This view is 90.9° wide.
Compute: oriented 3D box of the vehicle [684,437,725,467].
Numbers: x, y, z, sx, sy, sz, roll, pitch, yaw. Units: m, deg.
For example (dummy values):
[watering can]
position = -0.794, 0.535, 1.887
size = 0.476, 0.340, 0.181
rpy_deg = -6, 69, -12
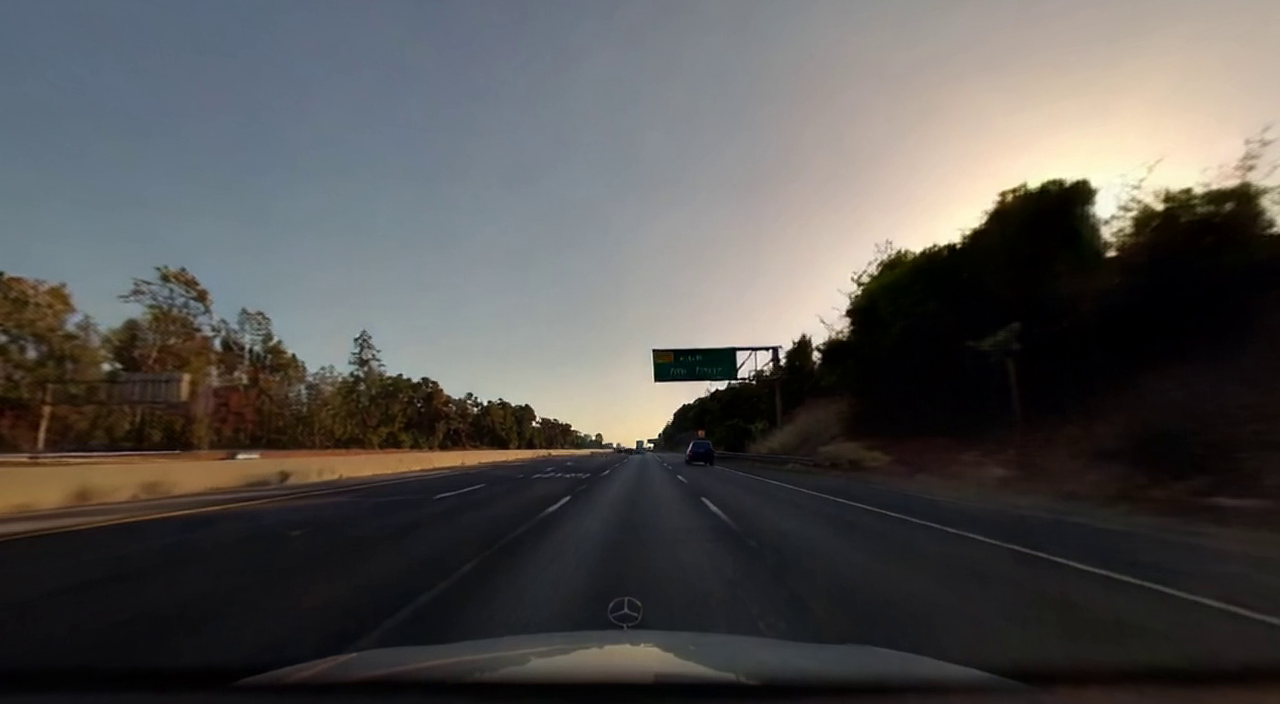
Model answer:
[vehicle]
position = 4.287, 6.753, 42.778
size = 2.172, 1.930, 4.879
rpy_deg = 0, -8, -1
